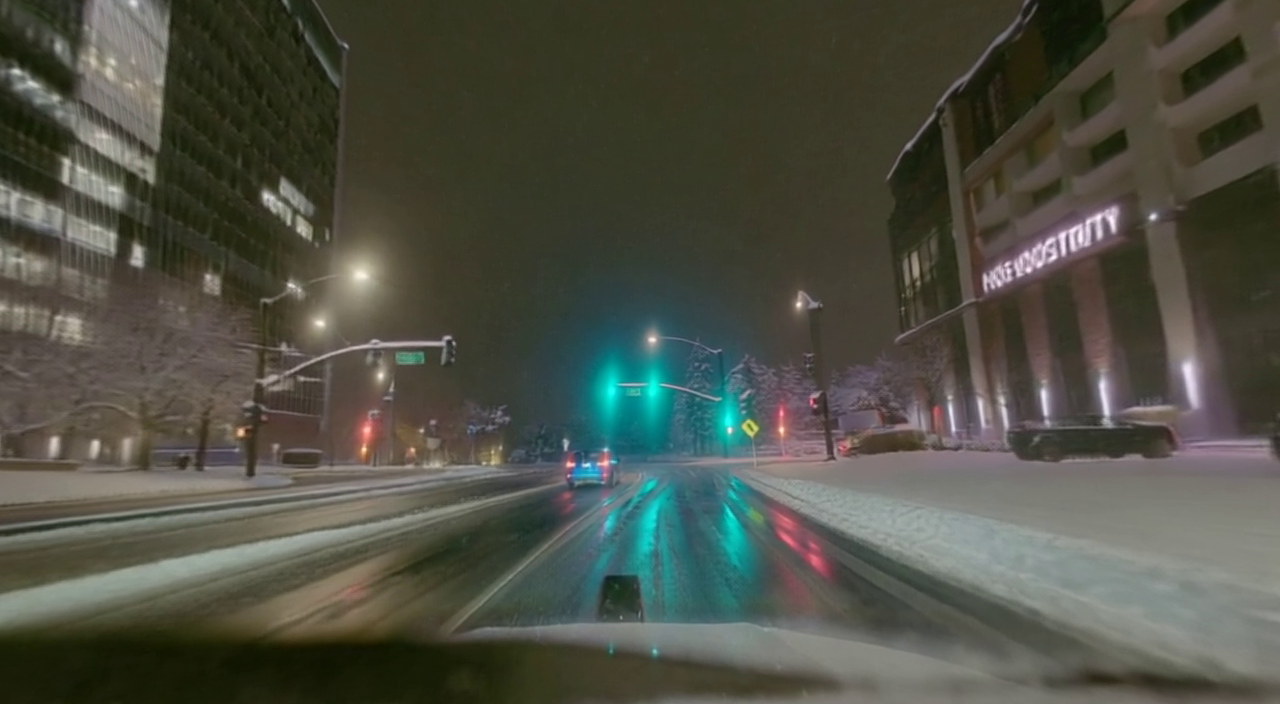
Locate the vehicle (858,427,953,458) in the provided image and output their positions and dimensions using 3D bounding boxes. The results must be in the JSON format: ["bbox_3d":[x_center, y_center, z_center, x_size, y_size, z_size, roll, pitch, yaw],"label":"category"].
[{"bbox_3d":[14.084,4.825,33.574,4.120,1.558,1.959,-1,-9,1],"label":"vehicle"}]

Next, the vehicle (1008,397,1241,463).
[{"bbox_3d":[13.873,2.290,18.321,4.904,1.755,2.114,-1,-9,2],"label":"vehicle"}]

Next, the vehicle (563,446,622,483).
[{"bbox_3d":[-1.992,4.869,27.652,1.971,1.486,4.380,-1,-9,4],"label":"vehicle"}]
